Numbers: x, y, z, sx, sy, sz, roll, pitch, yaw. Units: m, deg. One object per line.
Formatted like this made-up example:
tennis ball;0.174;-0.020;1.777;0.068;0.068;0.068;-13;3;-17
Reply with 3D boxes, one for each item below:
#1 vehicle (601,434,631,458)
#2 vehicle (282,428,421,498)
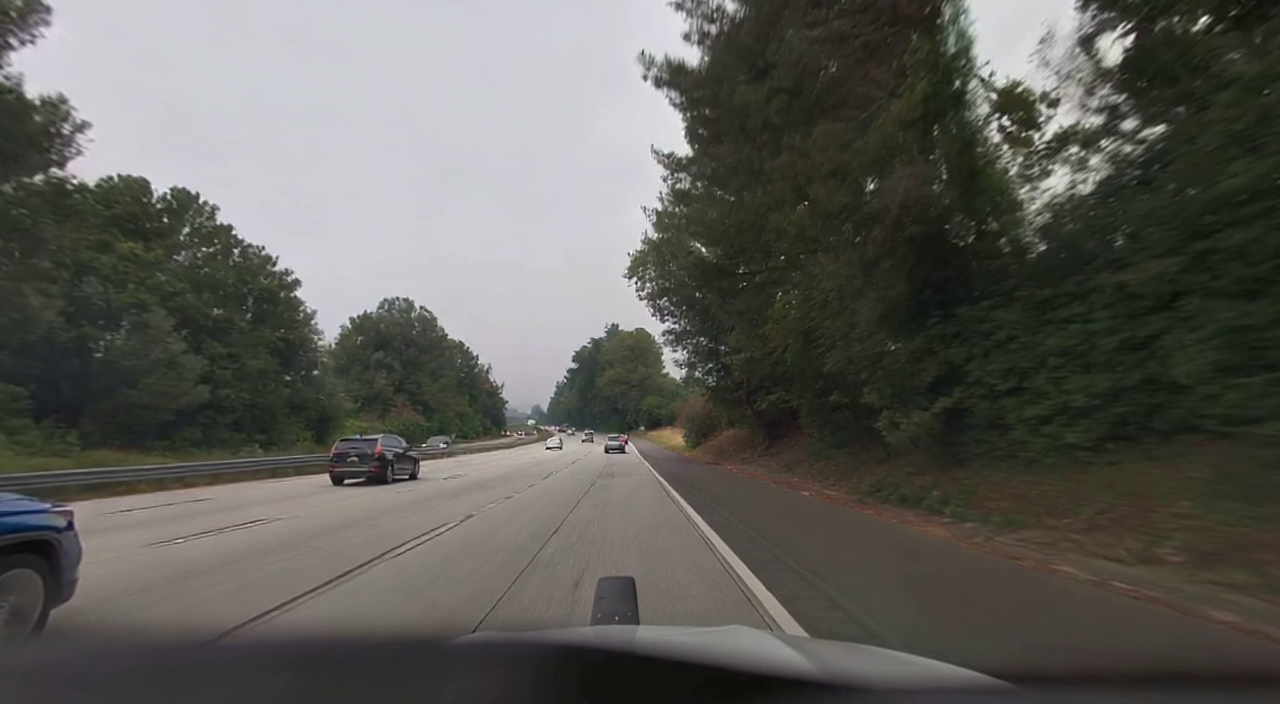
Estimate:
vehicle;-1.779;7.134;48.032;2.178;1.658;3.916;0;-7;-1
vehicle;-8.032;3.081;18.072;1.964;1.745;4.338;0;-7;0
